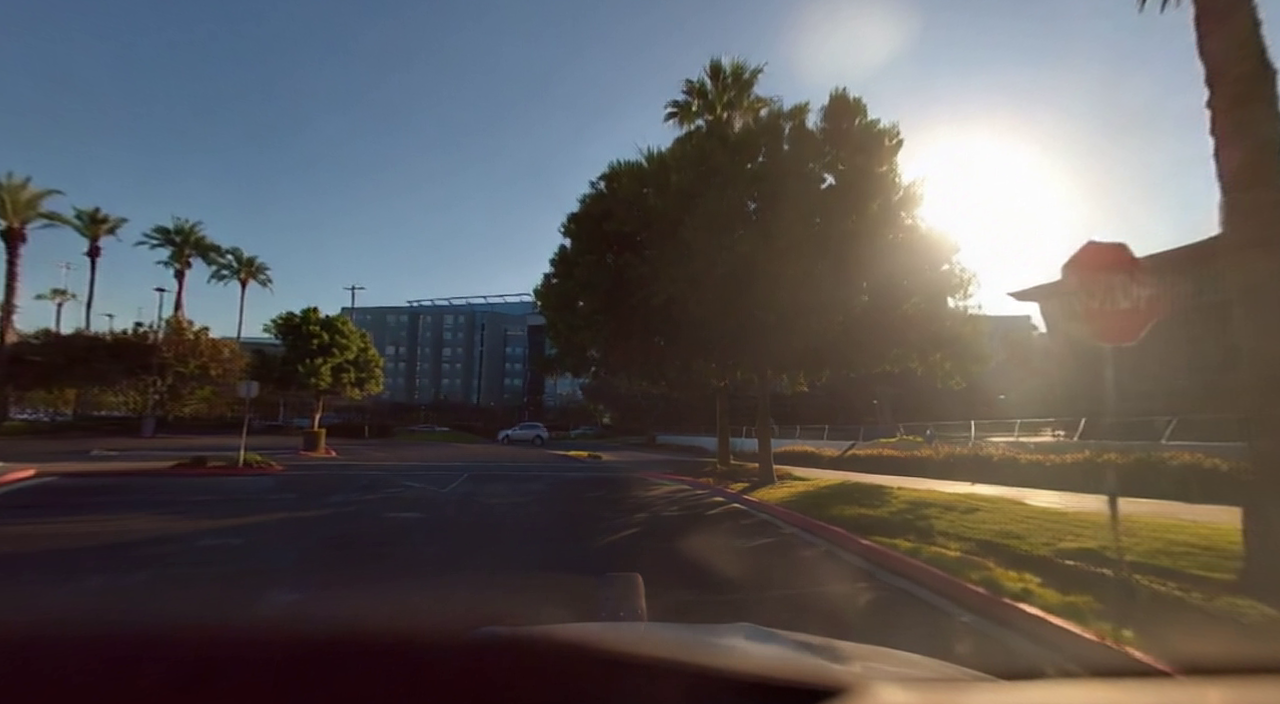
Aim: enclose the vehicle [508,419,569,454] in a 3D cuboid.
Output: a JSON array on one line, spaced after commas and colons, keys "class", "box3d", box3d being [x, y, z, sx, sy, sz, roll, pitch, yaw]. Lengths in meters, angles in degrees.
[{"class": "vehicle", "box3d": [-5.392, 4.481, 33.155, 2.071, 1.700, 4.367, 3, -9, -23]}]
